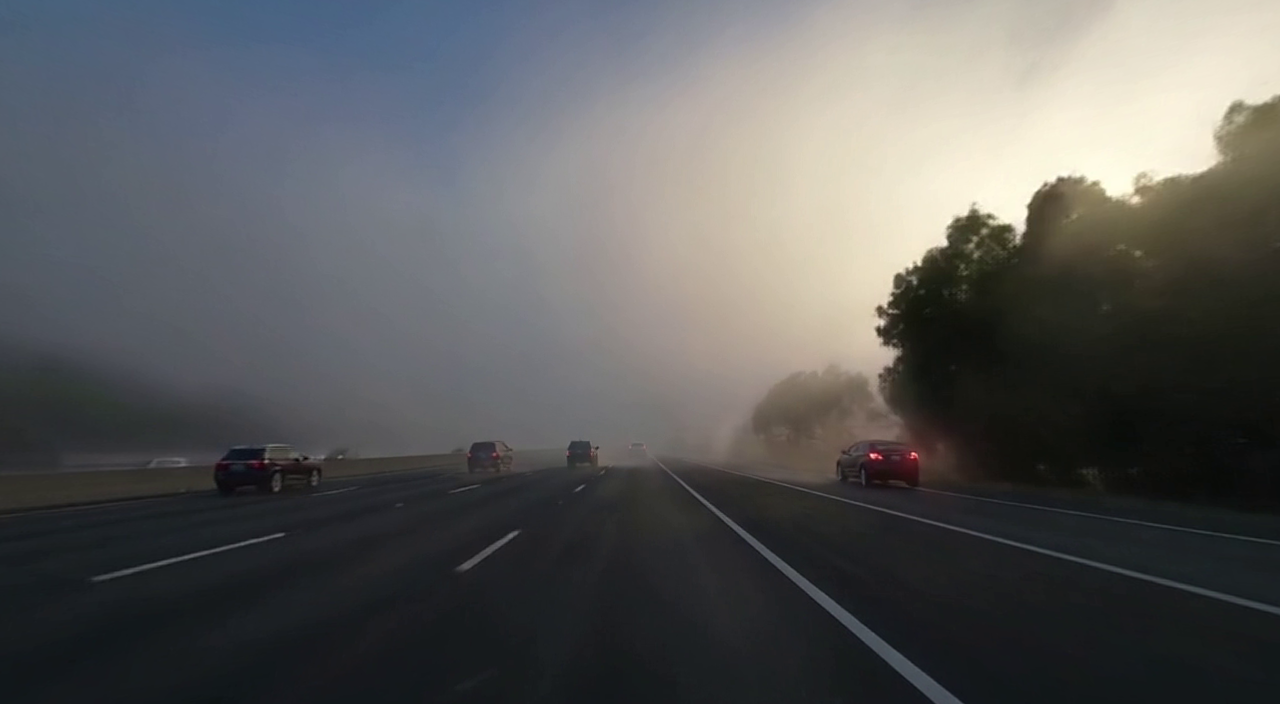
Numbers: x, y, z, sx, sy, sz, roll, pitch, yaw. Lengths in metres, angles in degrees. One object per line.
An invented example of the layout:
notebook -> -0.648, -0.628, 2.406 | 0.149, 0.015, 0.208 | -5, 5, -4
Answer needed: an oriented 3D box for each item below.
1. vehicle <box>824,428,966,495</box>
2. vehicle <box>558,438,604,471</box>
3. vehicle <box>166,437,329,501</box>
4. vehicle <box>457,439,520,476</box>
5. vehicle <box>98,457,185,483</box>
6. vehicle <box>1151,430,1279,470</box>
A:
vehicle -> 7.678, 3.359, 19.653 | 2.259, 1.816, 4.862 | 0, -9, -2
vehicle -> -3.701, 6.514, 40.218 | 2.288, 1.962, 5.119 | 0, -9, 2
vehicle -> -11.263, 3.371, 18.534 | 1.958, 1.633, 4.302 | 0, -9, 0
vehicle -> -7.722, 5.422, 32.541 | 2.087, 1.755, 4.457 | 0, -9, 0
vehicle -> -32.191, 7.617, 40.859 | 1.870, 1.519, 4.617 | 0, -9, 1
vehicle -> 27.666, 4.685, 30.181 | 2.051, 1.728, 4.927 | 1, -9, -2
